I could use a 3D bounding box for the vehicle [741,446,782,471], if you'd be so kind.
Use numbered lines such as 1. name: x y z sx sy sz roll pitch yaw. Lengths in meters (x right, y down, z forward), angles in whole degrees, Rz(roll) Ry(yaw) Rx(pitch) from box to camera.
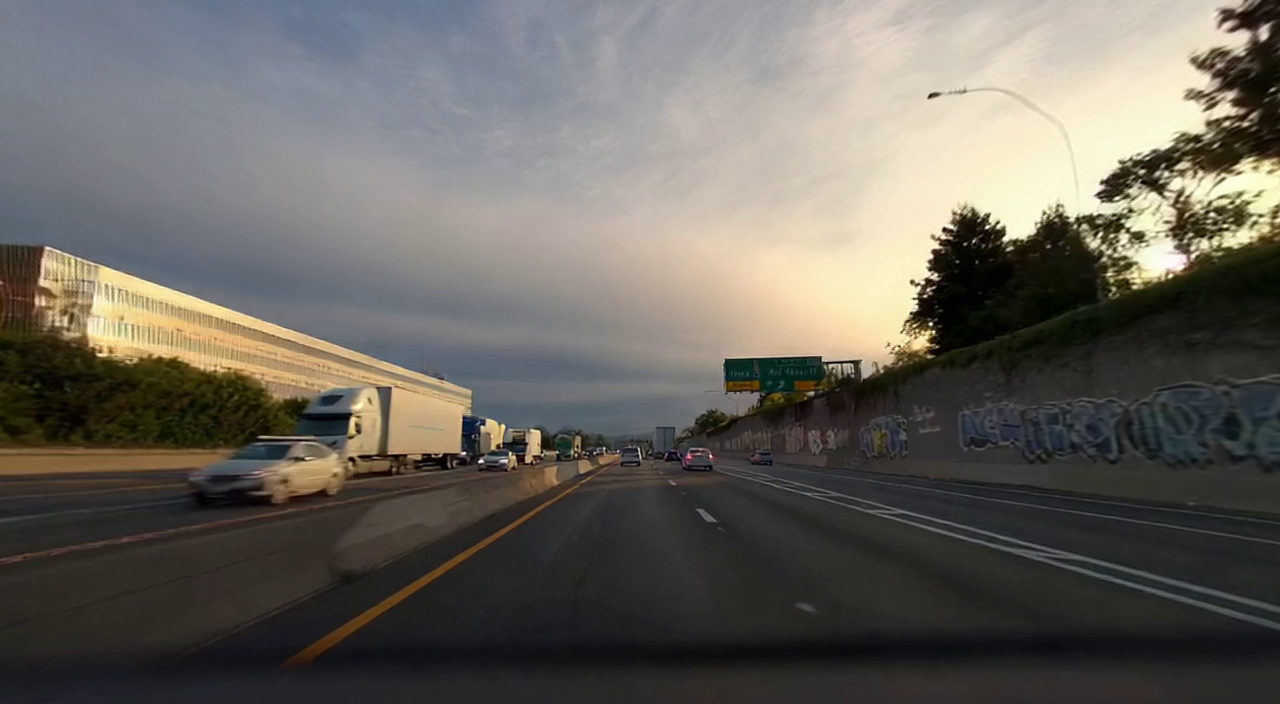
1. vehicle: 8.604 7.594 44.763 2.107 1.648 4.324 0 -9 1

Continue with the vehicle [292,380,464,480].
1. vehicle: -12.714 4.254 32.773 2.905 4.059 14.156 0 -9 0

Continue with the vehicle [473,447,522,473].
1. vehicle: -8.638 6.558 38.280 1.907 1.470 4.436 0 -9 0

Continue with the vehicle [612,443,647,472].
1. vehicle: -0.641 6.821 40.808 2.169 1.753 4.151 0 -9 0

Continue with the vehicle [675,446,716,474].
1. vehicle: 3.309 6.587 38.425 2.045 1.605 4.674 0 -9 -1

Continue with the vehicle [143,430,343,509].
1. vehicle: -8.830 2.643 14.459 1.914 1.539 4.034 0 -9 0
